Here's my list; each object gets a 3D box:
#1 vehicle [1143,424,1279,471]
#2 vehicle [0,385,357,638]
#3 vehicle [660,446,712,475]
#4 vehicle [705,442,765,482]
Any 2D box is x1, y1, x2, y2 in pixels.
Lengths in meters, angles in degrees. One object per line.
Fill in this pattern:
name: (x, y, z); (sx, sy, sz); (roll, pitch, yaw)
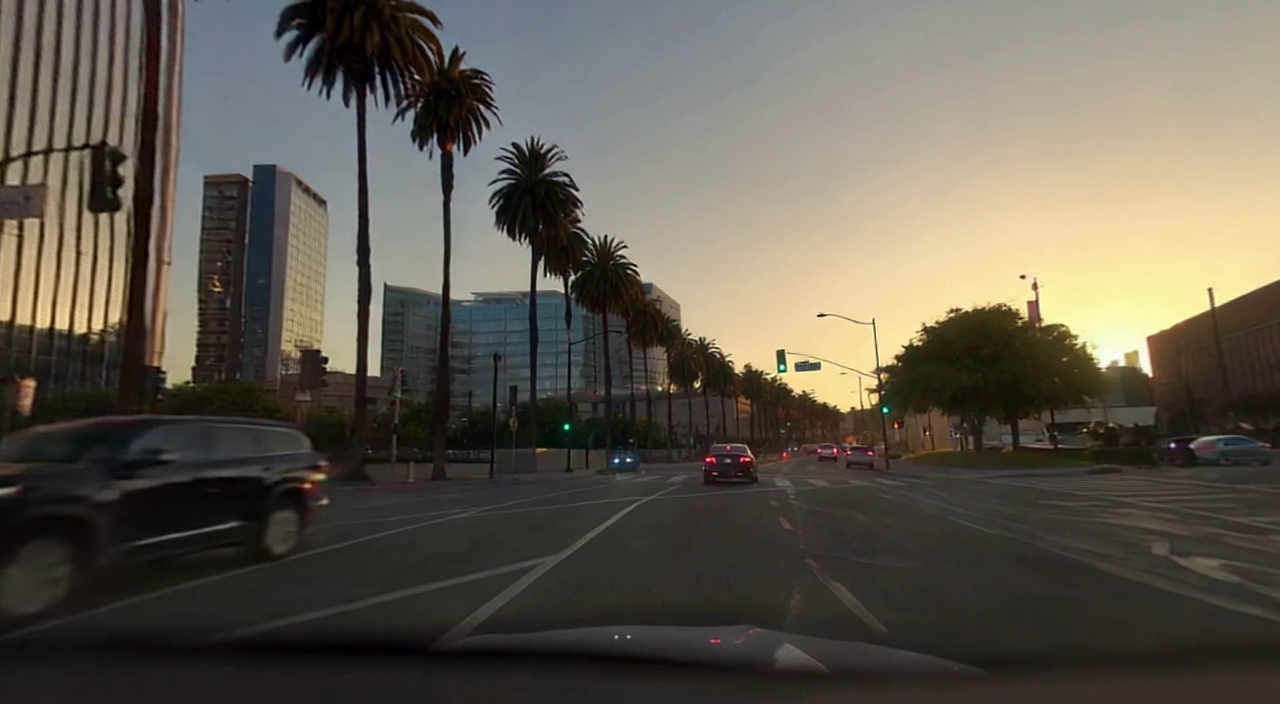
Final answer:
vehicle: (24.633, 4.039, 26.853); (5.049, 1.861, 2.081); (2, -8, -10)
vehicle: (-5.187, 1.424, 6.568); (2.013, 1.746, 4.366); (-1, -8, 7)
vehicle: (2.544, 5.848, 34.236); (2.048, 1.418, 4.177); (-2, -9, 15)
vehicle: (4.005, 4.498, 26.165); (2.096, 1.492, 4.071); (-2, -9, 13)
